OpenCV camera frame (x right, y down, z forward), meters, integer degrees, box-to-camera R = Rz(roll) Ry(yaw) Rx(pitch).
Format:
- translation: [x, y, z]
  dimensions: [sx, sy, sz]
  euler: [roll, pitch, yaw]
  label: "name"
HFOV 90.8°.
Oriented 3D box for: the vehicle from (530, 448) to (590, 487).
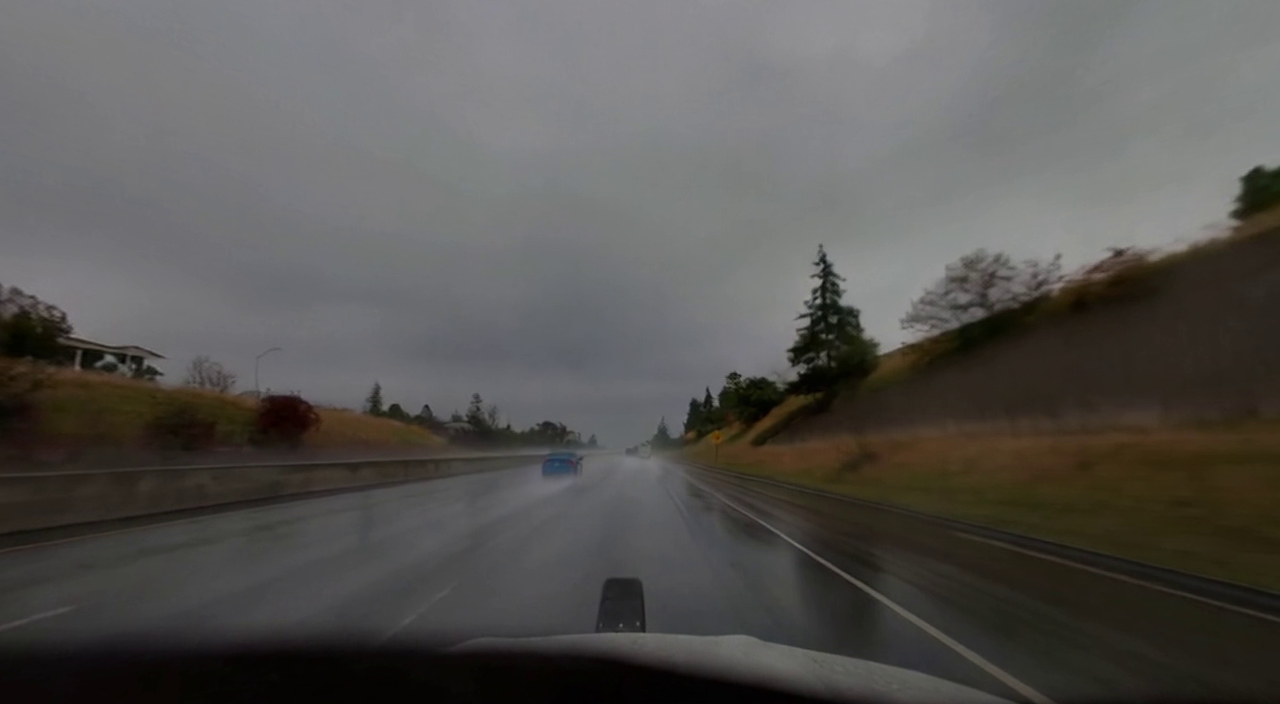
- translation: [-3.258, 4.781, 26.504]
  dimensions: [1.978, 1.498, 4.080]
  euler: [0, -9, 0]
  label: "vehicle"
